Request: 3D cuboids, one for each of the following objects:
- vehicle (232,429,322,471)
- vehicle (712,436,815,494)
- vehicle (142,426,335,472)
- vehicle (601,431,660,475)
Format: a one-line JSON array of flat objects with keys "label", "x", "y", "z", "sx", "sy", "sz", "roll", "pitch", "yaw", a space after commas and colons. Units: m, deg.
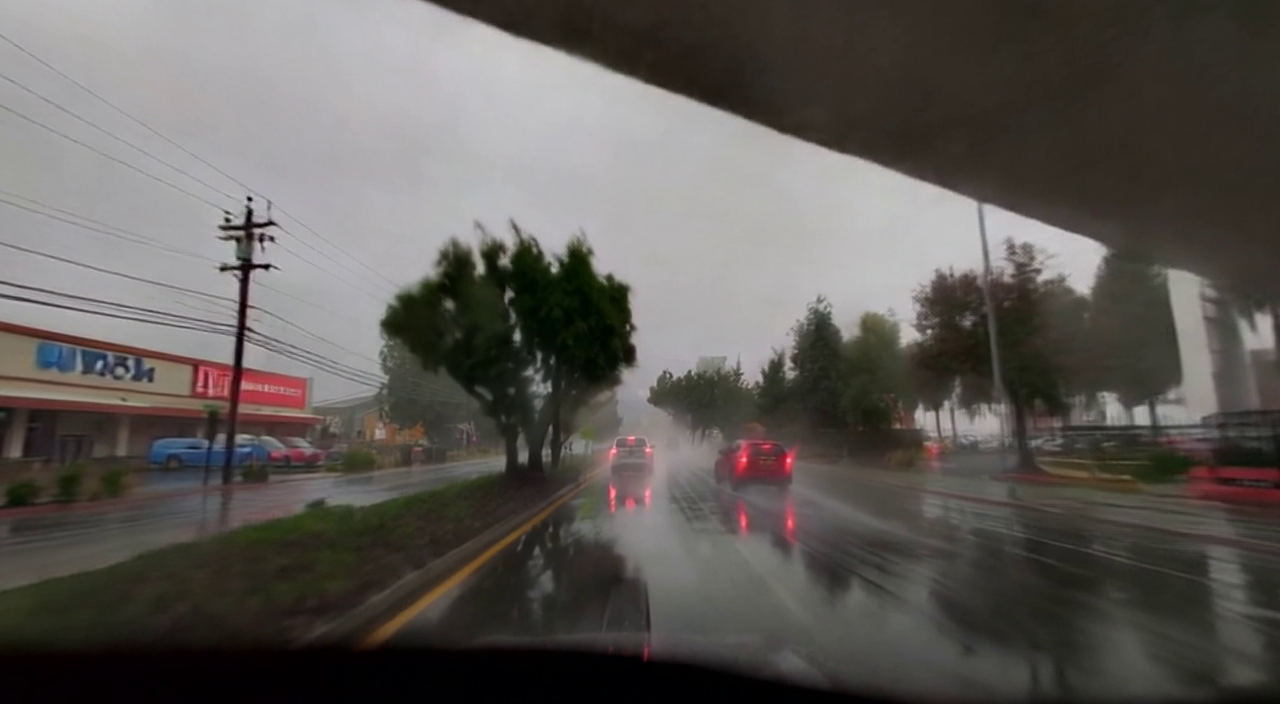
[{"label": "vehicle", "x": -24.111, "y": 6.490, "z": 42.043, "sx": 4.412, "sy": 2.662, "sz": 2.544, "roll": 1, "pitch": -9, "yaw": -10}, {"label": "vehicle", "x": 3.481, "y": 3.282, "z": 18.705, "sx": 1.954, "sy": 1.479, "sz": 4.557, "roll": 0, "pitch": -8, "yaw": -2}, {"label": "vehicle", "x": -28.112, "y": 6.817, "z": 44.744, "sx": 11.007, "sy": 2.864, "sz": 3.115, "roll": 0, "pitch": -7, "yaw": -11}, {"label": "vehicle", "x": -0.388, "y": 4.541, "z": 28.625, "sx": 2.441, "sy": 1.813, "sz": 4.581, "roll": 0, "pitch": -8, "yaw": 0}]
